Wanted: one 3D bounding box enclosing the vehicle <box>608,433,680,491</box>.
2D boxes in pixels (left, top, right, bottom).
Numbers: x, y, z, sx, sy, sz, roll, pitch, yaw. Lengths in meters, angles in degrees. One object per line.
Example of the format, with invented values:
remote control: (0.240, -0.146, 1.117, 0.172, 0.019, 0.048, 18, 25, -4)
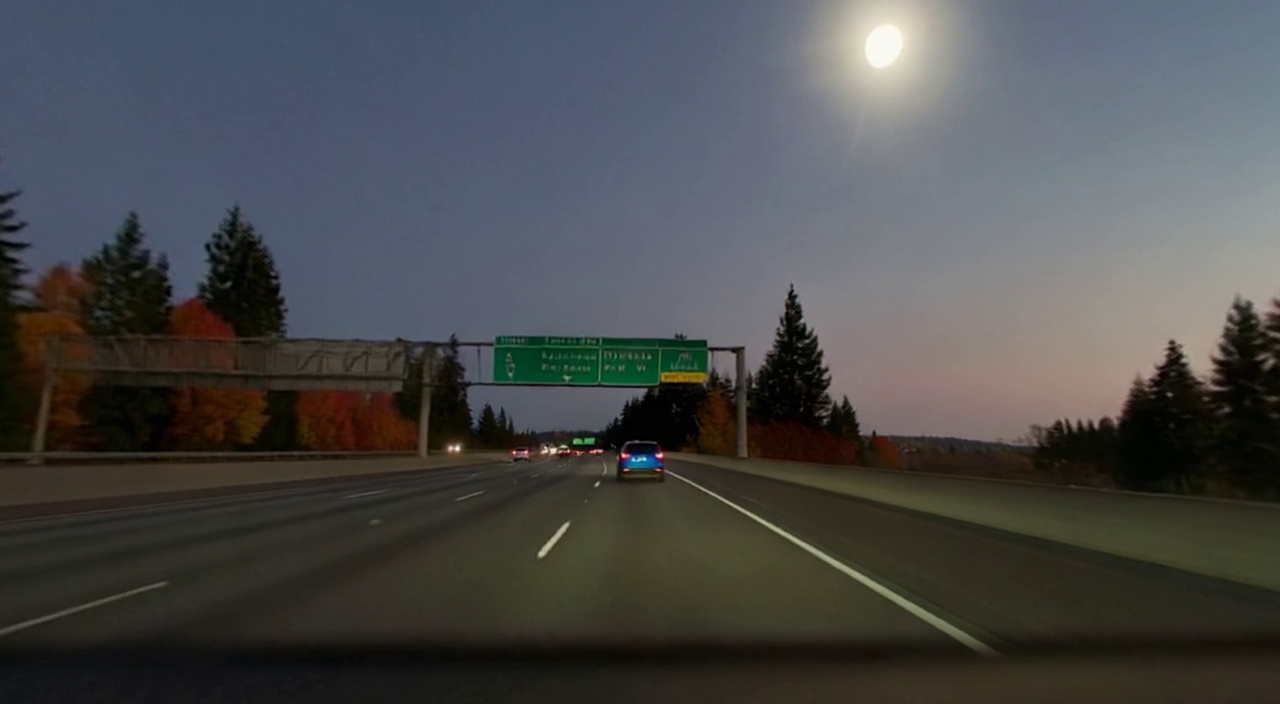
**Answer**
vehicle: (0.022, 3.576, 20.857, 2.120, 1.706, 4.226, 0, -8, -3)
